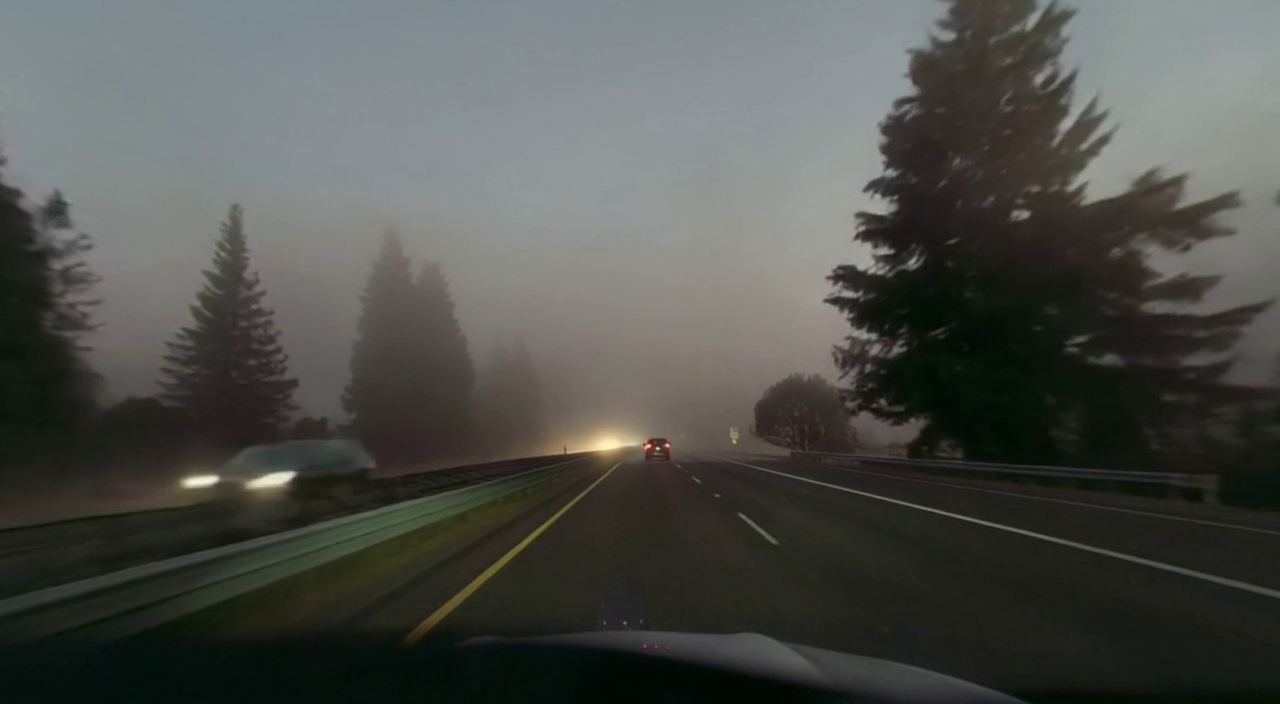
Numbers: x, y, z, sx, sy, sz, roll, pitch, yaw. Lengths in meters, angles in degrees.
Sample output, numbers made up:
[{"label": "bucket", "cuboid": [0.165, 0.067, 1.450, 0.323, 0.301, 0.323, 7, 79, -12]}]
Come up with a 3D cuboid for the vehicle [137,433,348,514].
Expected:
[{"label": "vehicle", "cuboid": [-8.238, 2.517, 13.574, 1.865, 1.485, 3.974, 0, -8, 1]}]

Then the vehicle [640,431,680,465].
[{"label": "vehicle", "cuboid": [1.236, 5.886, 38.692, 2.301, 1.944, 4.554, 0, -8, 2]}]
